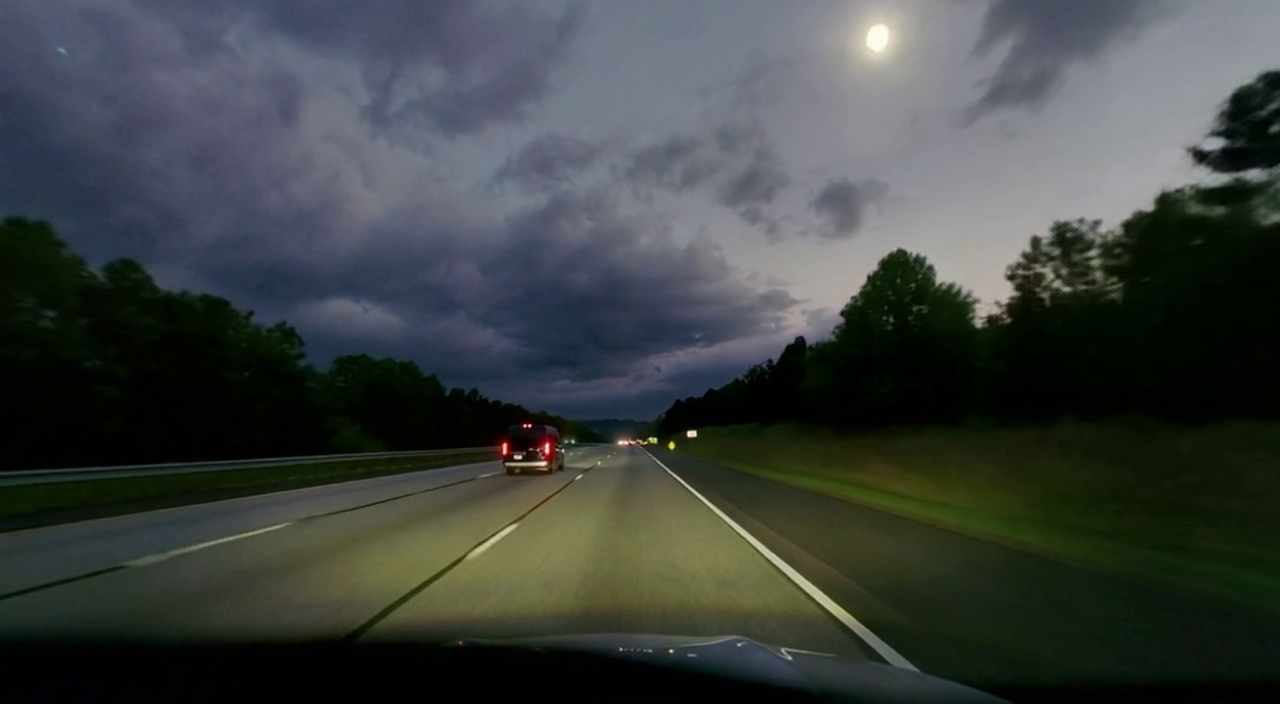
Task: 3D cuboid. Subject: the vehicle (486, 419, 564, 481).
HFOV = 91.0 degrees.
[{"bbox_3d":[-4.077,3.576,23.168,1.976,2.029,4.737,-1,-8,0],"label":"vehicle"}]
